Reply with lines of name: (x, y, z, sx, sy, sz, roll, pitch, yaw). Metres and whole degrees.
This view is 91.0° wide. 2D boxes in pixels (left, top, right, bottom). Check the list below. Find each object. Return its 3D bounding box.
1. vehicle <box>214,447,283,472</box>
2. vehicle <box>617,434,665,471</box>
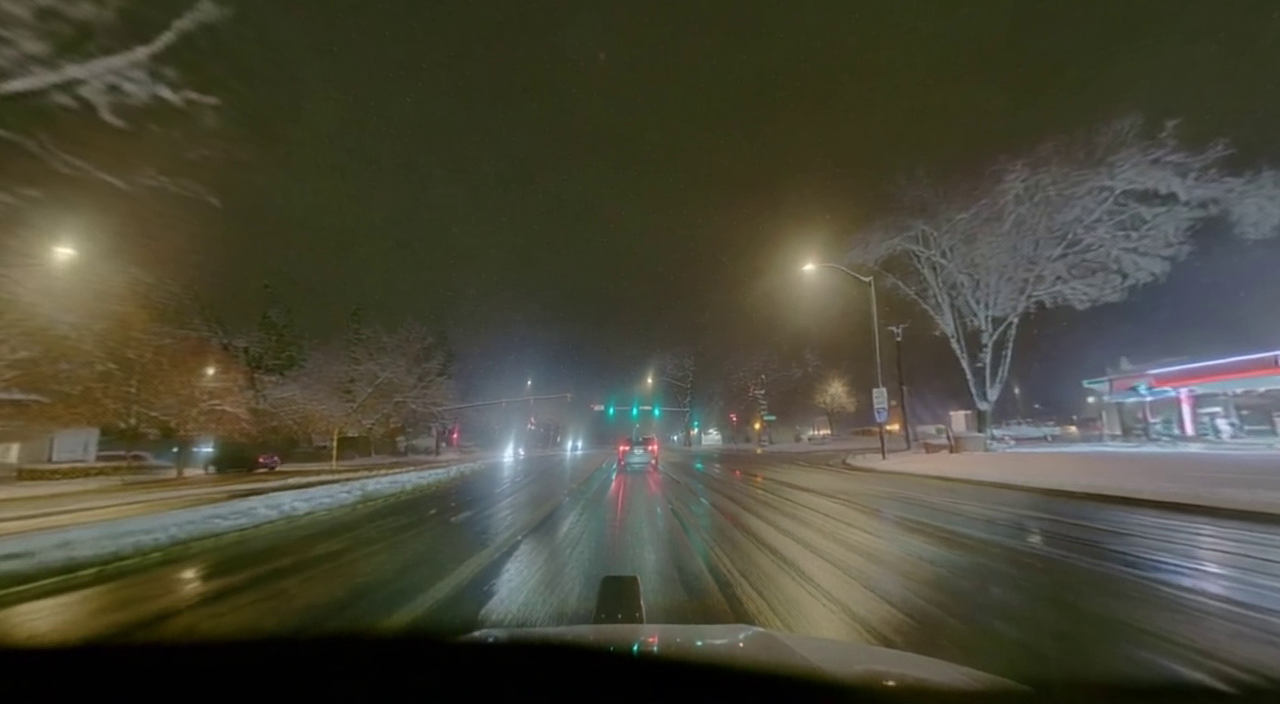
vehicle: (-28.353, 7.750, 45.539, 4.662, 1.677, 2.026, -4, -9, 27)
vehicle: (0.023, 5.015, 31.505, 2.213, 1.715, 4.242, 0, -8, -1)
